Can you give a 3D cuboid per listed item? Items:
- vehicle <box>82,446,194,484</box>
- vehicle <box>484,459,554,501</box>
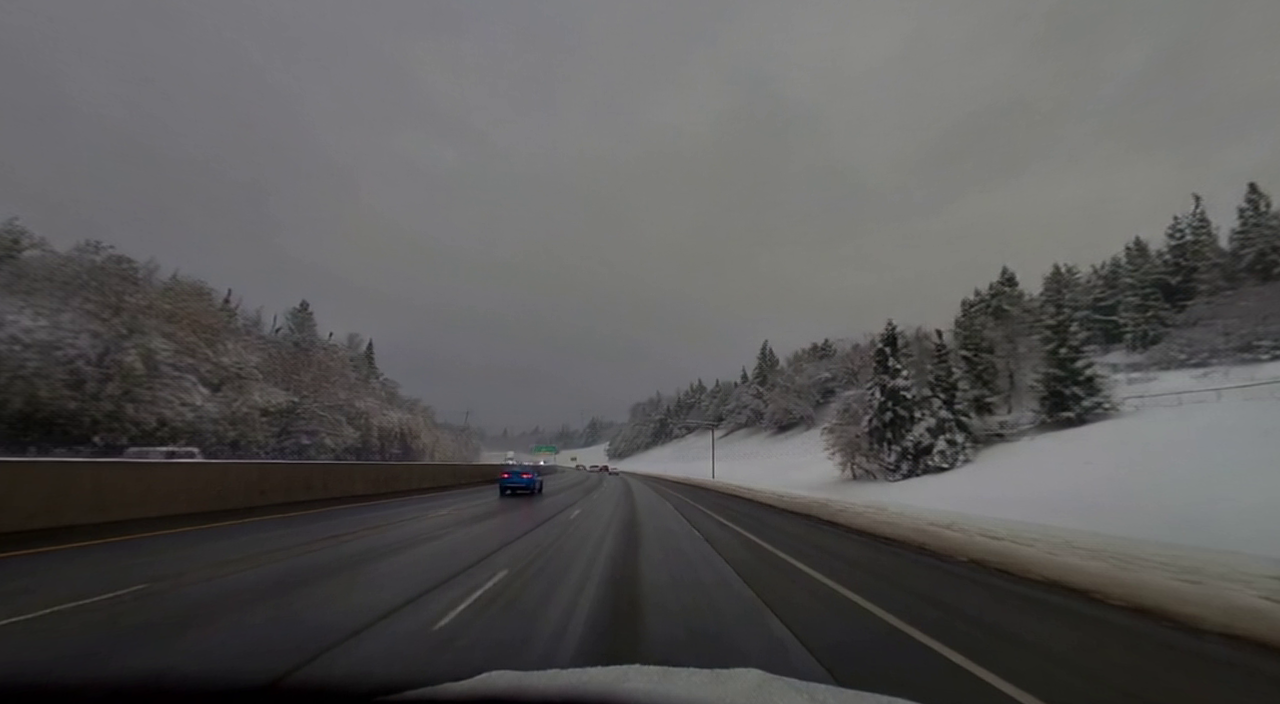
[{"bbox_3d":[-23.127,5.265,29.280,1.847,1.587,4.053,1,-10,-1],"label":"vehicle"},{"bbox_3d":[-5.306,5.696,28.240,2.194,1.704,4.421,1,-10,1],"label":"vehicle"}]
